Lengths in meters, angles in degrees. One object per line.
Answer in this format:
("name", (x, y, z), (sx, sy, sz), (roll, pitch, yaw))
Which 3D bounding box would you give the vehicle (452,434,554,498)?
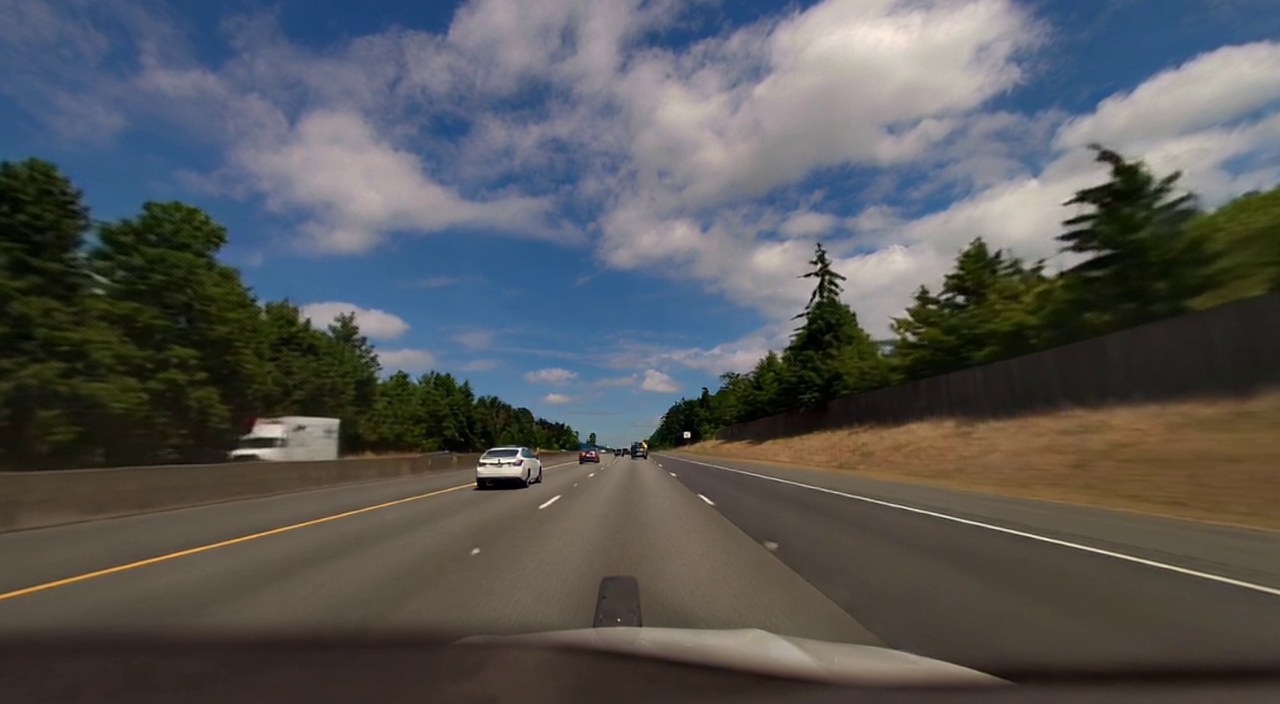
("vehicle", (-3.992, 3.411, 19.094), (2.151, 1.693, 4.201), (0, -9, 0))

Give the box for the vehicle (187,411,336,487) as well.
("vehicle", (-17.321, 4.516, 29.410), (2.523, 3.082, 6.976), (-1, -9, 1))

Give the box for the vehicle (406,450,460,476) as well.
("vehicle", (-12.790, 6.863, 38.977), (1.864, 1.503, 4.389), (0, -9, 0))
